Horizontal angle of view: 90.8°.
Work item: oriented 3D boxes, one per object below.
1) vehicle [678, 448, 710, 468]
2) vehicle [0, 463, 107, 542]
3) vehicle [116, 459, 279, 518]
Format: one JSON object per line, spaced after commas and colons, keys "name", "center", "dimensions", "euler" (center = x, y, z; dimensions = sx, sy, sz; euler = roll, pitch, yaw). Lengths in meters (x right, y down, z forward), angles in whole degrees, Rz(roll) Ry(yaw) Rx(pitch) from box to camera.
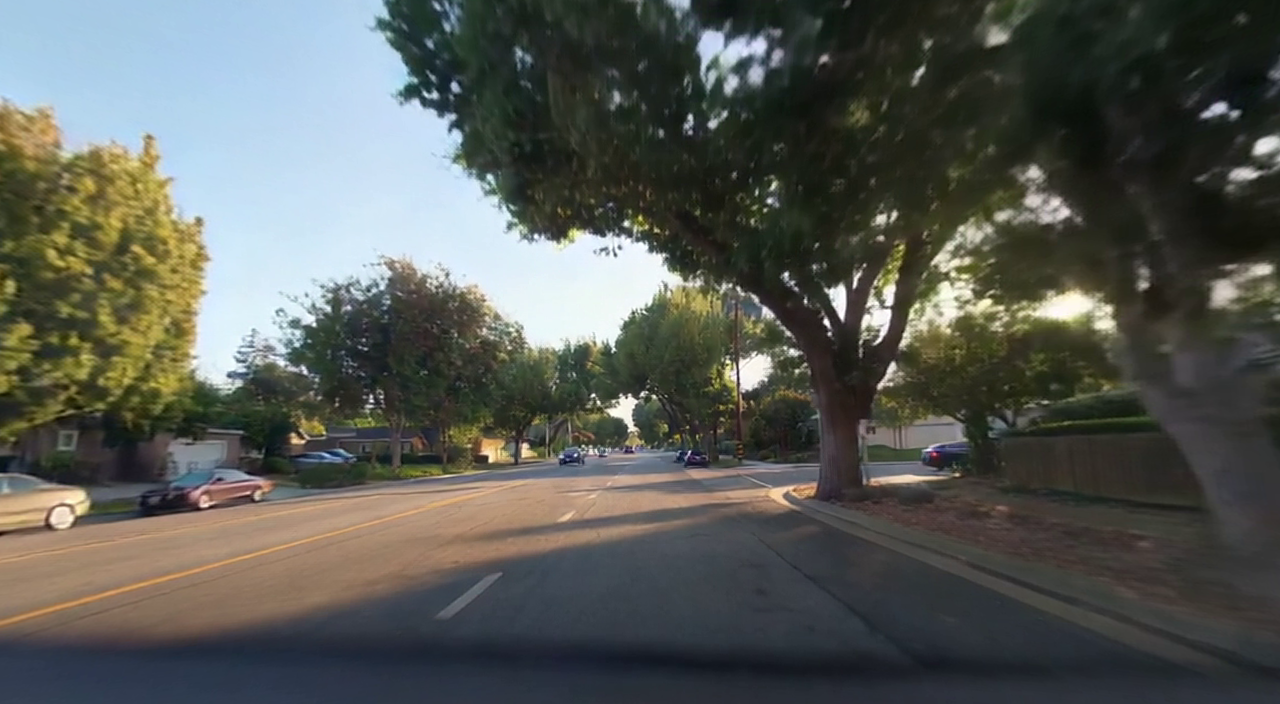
{"name": "vehicle", "center": [4.166, 8.211, 49.161], "dimensions": [2.031, 1.500, 4.590], "euler": [0, -8, -1]}
{"name": "vehicle", "center": [-13.850, 3.108, 12.975], "dimensions": [1.936, 1.489, 4.311], "euler": [0, -8, 2]}
{"name": "vehicle", "center": [-13.696, 4.213, 19.962], "dimensions": [1.863, 1.481, 4.363], "euler": [-2, -9, 2]}
